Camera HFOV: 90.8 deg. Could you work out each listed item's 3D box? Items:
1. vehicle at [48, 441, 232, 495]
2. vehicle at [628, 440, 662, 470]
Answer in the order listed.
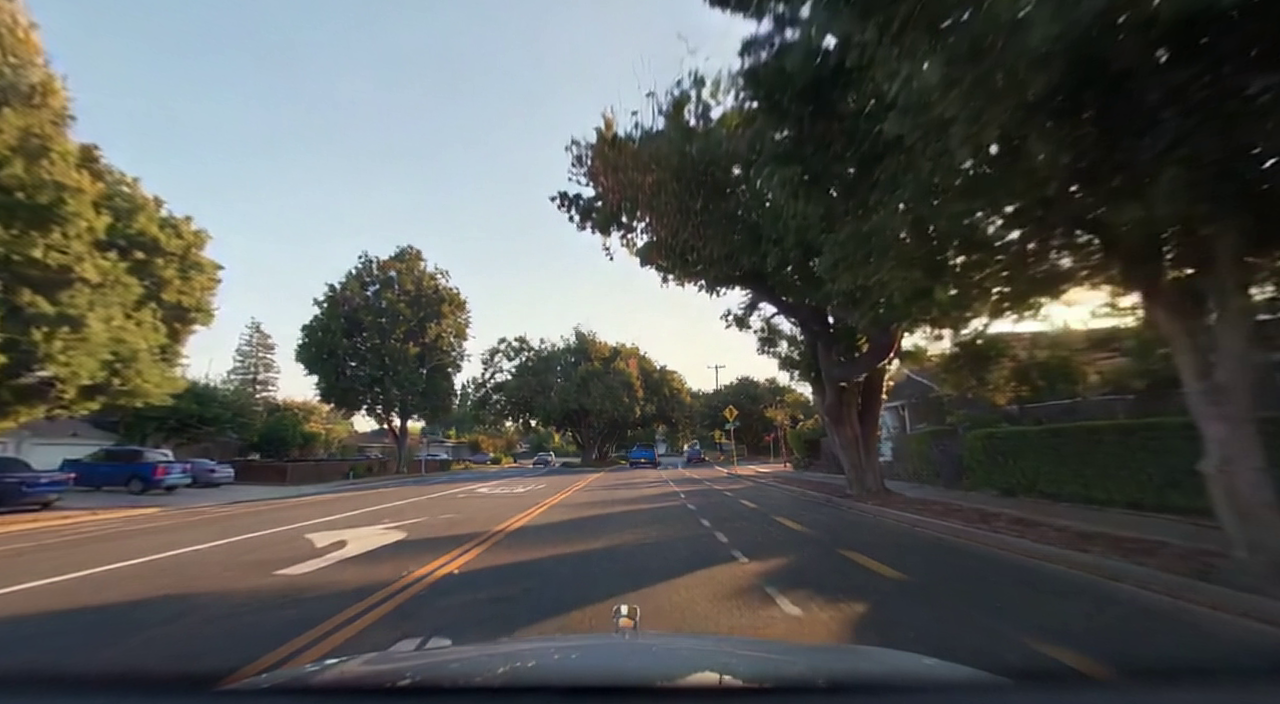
[{"bbox_3d":[-19.233,4.468,24.524,5.209,1.967,2.153,0,-9,-1],"label":"vehicle"},{"bbox_3d":[0.429,7.251,44.562,2.153,1.942,4.767,0,-9,3],"label":"vehicle"}]
